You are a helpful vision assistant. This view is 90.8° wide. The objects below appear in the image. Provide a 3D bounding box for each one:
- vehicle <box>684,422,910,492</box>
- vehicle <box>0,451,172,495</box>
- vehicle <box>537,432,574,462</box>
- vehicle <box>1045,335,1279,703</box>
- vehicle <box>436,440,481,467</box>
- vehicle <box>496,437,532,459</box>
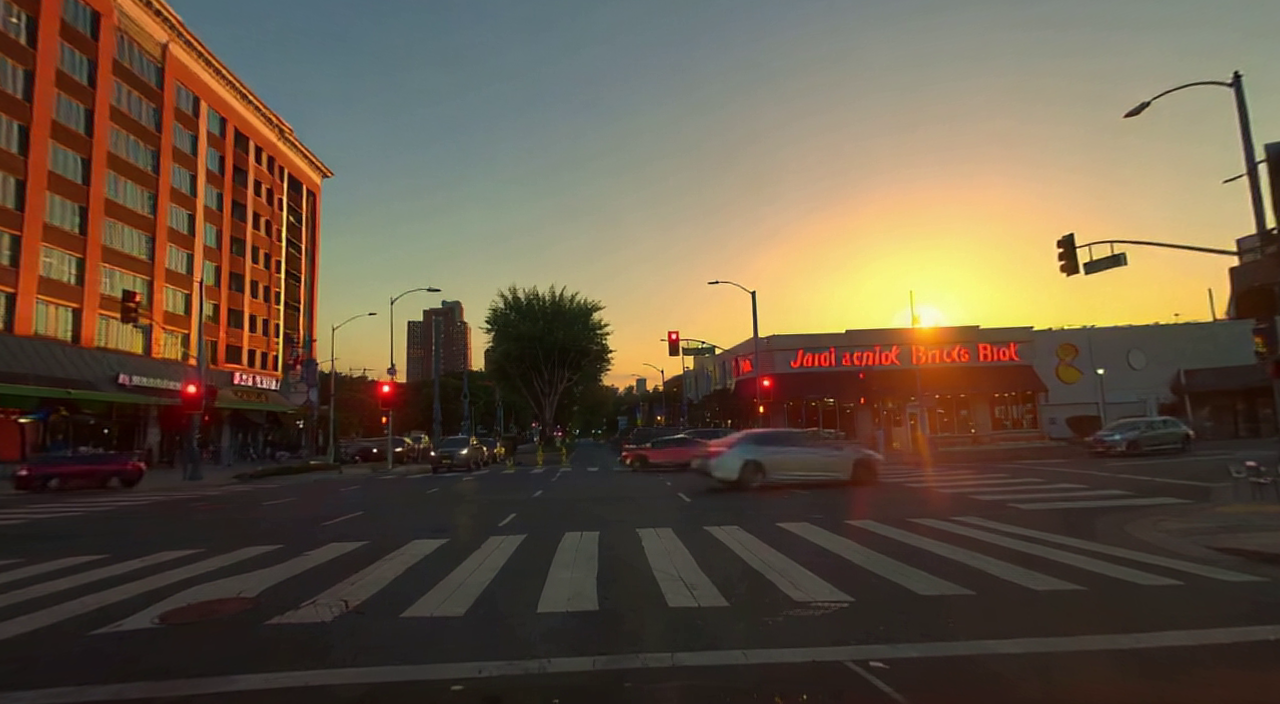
[{"bbox_3d":[3.592,2.439,14.873,4.758,1.480,1.849,1,-8,-10],"label":"vehicle"},{"bbox_3d":[-19.979,4.343,22.898,4.461,1.443,1.715,1,-9,-10],"label":"vehicle"},{"bbox_3d":[-5.102,5.809,38.631,1.976,1.683,4.117,0,-8,-4],"label":"vehicle"},{"bbox_3d":[2.964,0.610,0.865,1.866,1.654,4.354,0,-8,0],"label":"vehicle"},{"bbox_3d":[-10.894,6.101,38.211,1.885,1.545,4.124,1,-8,-6],"label":"vehicle"},{"bbox_3d":[-8.632,6.636,43.573,1.906,1.402,4.904,0,-8,-5],"label":"vehicle"}]
